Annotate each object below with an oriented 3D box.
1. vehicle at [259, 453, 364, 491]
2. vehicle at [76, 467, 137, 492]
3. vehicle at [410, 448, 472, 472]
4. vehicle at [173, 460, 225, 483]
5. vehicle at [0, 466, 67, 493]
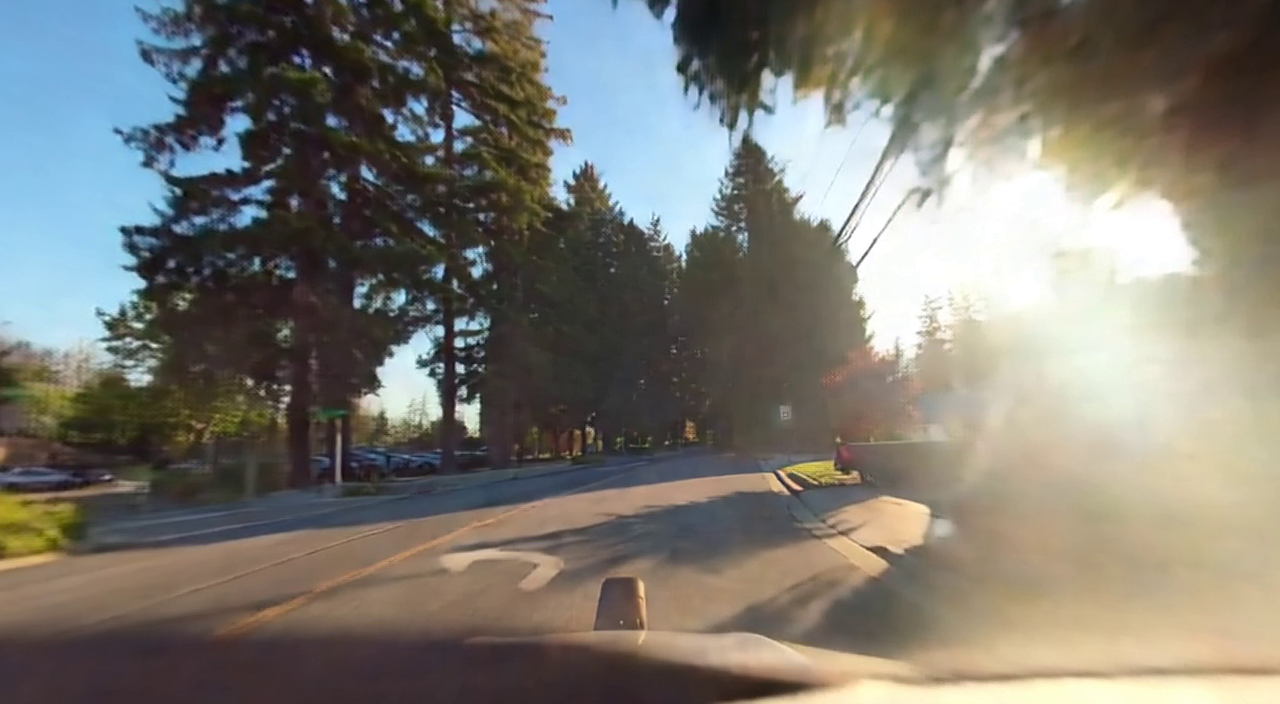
[{"bbox_3d":[-16.786,6.117,32.576,4.675,1.442,1.906,-1,-8,-24],"label":"vehicle"},{"bbox_3d":[-36.906,8.793,43.697,4.305,1.465,1.903,-5,-10,32],"label":"vehicle"},{"bbox_3d":[-14.358,7.791,45.693,4.123,1.603,1.906,2,-9,-16],"label":"vehicle"},{"bbox_3d":[-34.265,9.243,49.024,4.478,1.533,2.018,-7,-11,38],"label":"vehicle"},{"bbox_3d":[-46.912,9.630,47.759,4.659,1.815,2.069,3,-9,-18],"label":"vehicle"}]
